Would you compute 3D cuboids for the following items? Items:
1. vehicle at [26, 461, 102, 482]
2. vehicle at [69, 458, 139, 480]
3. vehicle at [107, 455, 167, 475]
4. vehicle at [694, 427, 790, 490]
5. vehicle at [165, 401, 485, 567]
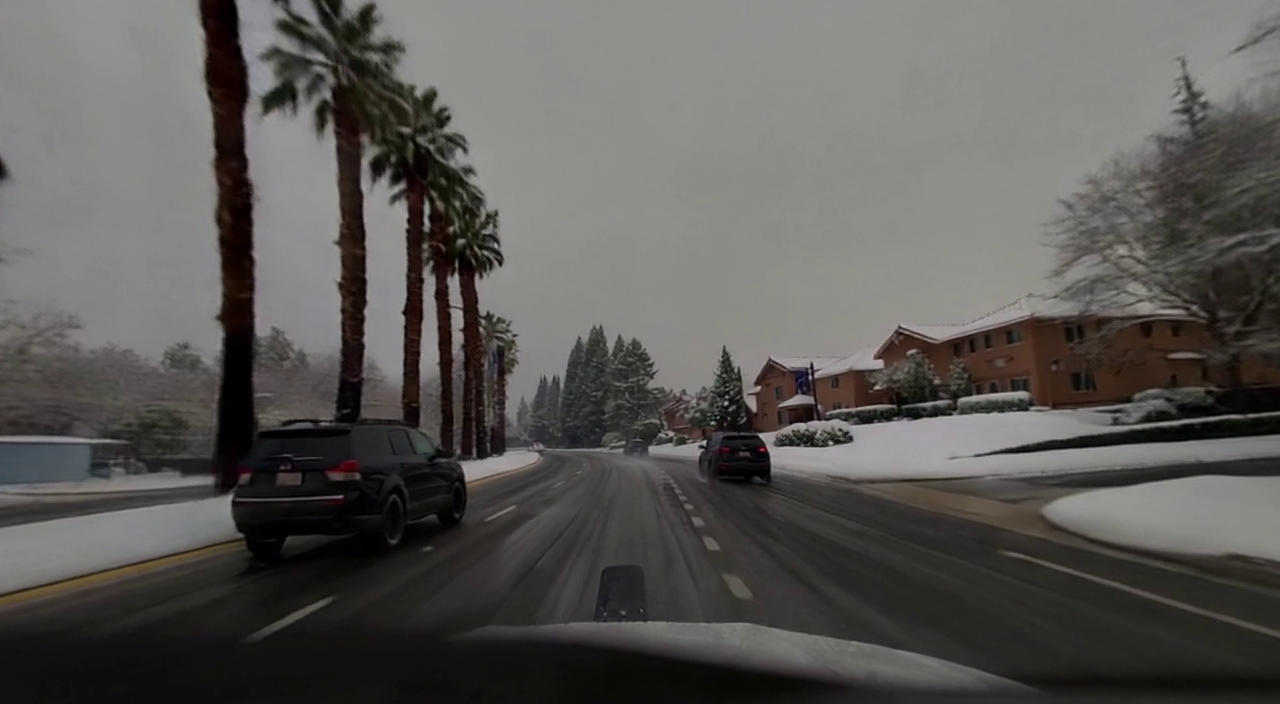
[{"bbox_3d":[-38.184,7.924,41.652,3.336,1.332,1.631,0,-8,0],"label":"vehicle"},{"bbox_3d":[-37.879,8.263,44.401,3.430,1.341,1.611,-1,-9,-2],"label":"vehicle"},{"bbox_3d":[-39.624,8.890,49.522,3.285,1.351,1.575,-1,-9,-8],"label":"vehicle"},{"bbox_3d":[3.194,3.468,20.737,2.195,1.804,4.658,0,-8,-3],"label":"vehicle"},{"bbox_3d":[-3.991,1.776,9.233,2.150,1.768,4.868,0,-8,0],"label":"vehicle"}]
